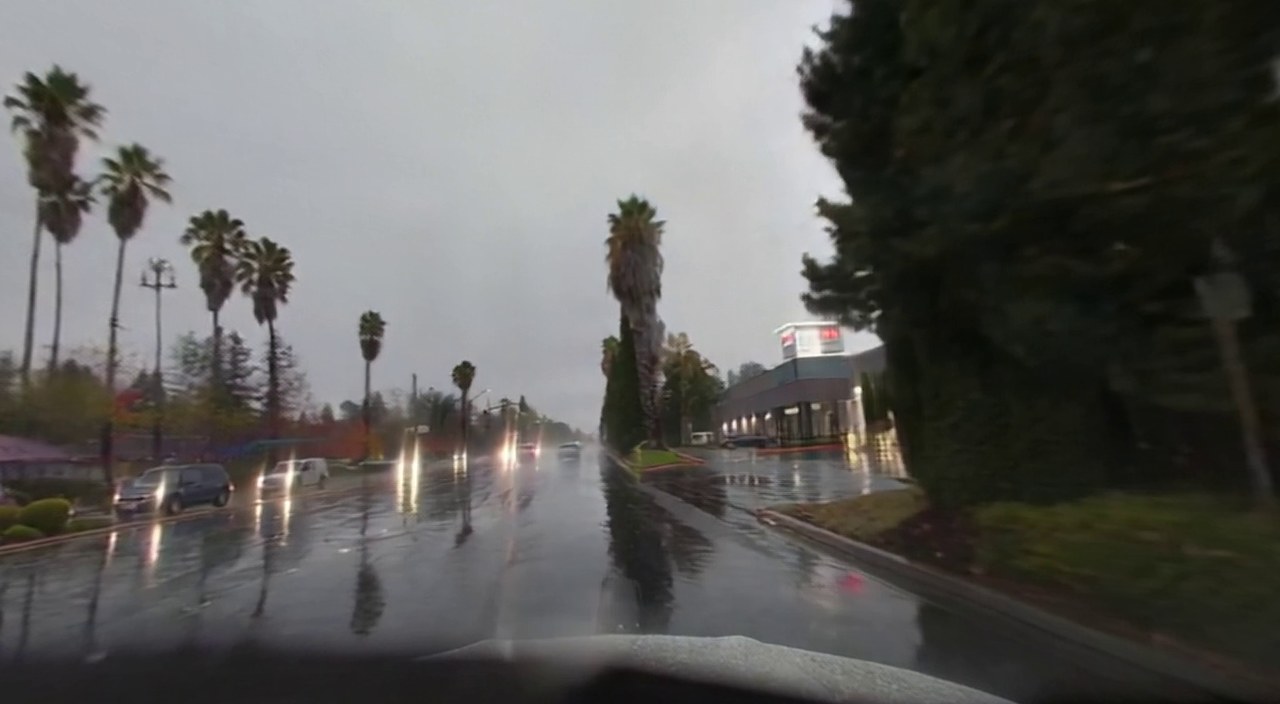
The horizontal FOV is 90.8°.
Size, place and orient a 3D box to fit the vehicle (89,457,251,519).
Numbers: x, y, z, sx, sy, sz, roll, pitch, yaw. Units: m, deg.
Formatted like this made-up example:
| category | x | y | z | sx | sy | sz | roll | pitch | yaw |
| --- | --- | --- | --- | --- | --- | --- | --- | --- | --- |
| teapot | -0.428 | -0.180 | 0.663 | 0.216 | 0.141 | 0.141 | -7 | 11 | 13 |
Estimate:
| category | x | y | z | sx | sy | sz | roll | pitch | yaw |
| --- | --- | --- | --- | --- | --- | --- | --- | --- | --- |
| vehicle | -15.252 | 4.370 | 20.906 | 2.199 | 1.696 | 4.440 | 1 | -8 | -6 |

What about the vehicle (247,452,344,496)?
| category | x | y | z | sx | sy | sz | roll | pitch | yaw |
| --- | --- | --- | --- | --- | --- | --- | --- | --- | --- |
| vehicle | -16.348 | 5.776 | 30.320 | 2.306 | 1.807 | 4.927 | 1 | -8 | -6 |
